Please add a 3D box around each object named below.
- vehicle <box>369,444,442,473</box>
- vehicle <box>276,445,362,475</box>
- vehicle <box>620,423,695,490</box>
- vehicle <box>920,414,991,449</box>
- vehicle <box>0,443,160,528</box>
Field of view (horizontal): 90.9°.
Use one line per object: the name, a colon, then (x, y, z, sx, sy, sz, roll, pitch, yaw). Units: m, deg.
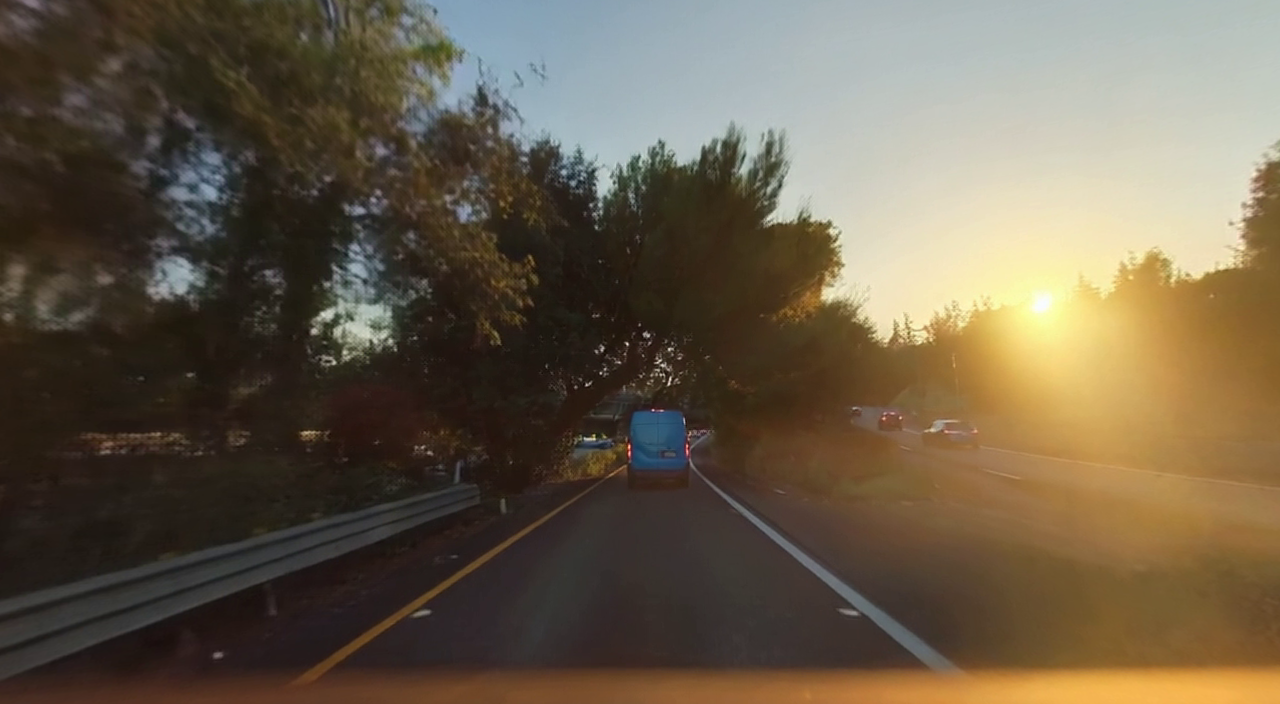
vehicle: (-12.505, 5.683, 33.975, 1.918, 1.451, 4.668, -1, -8, 4)
vehicle: (-16.700, 5.605, 33.102, 1.825, 1.437, 4.692, -1, -8, 3)
vehicle: (0.497, 3.203, 19.701, 2.043, 1.821, 4.558, -1, -8, 1)
vehicle: (16.429, 4.224, 33.107, 2.098, 1.654, 4.637, -2, -8, 11)
vehicle: (-12.791, 2.674, 12.995, 1.958, 1.545, 4.588, -1, -8, 4)
